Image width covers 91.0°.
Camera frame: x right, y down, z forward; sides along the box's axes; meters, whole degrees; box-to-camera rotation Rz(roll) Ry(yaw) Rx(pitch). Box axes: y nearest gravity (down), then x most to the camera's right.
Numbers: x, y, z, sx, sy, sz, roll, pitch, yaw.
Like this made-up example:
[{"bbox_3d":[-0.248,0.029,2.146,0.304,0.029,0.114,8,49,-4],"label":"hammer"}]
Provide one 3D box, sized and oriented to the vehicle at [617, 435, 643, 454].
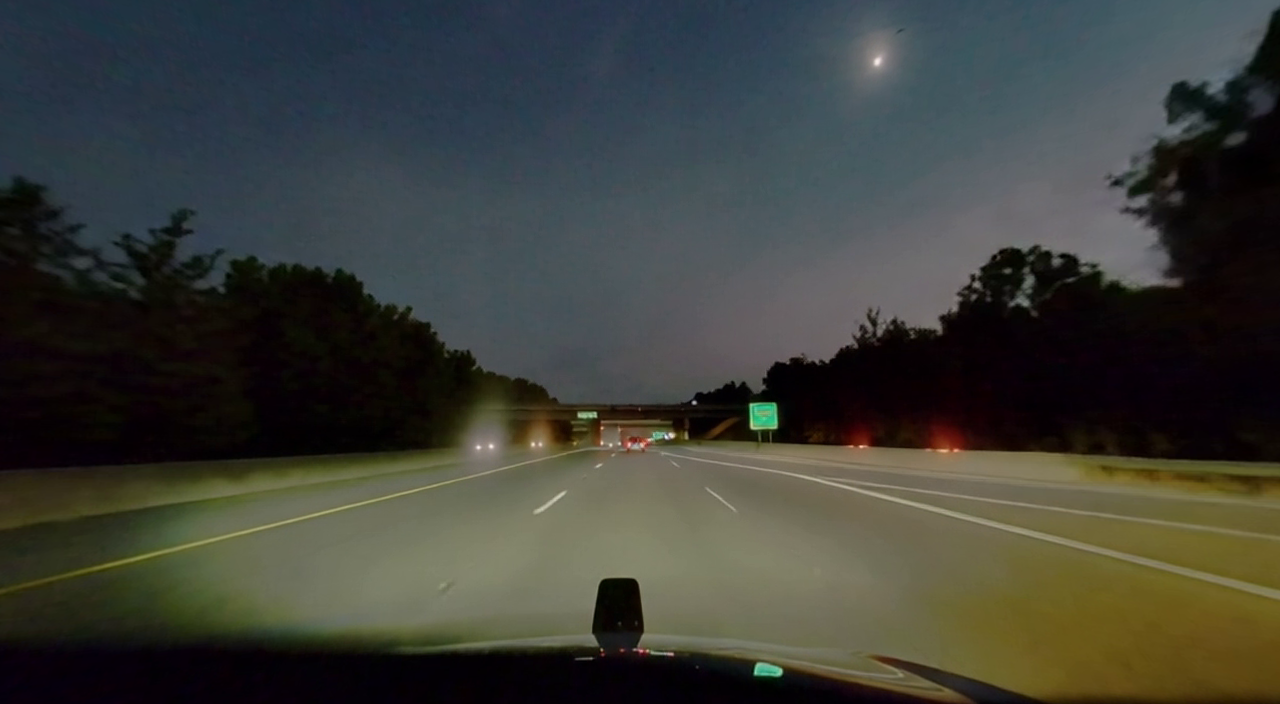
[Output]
[{"bbox_3d":[-0.853,7.294,49.556,1.952,1.438,3.702,0,-8,-3],"label":"vehicle"}]
